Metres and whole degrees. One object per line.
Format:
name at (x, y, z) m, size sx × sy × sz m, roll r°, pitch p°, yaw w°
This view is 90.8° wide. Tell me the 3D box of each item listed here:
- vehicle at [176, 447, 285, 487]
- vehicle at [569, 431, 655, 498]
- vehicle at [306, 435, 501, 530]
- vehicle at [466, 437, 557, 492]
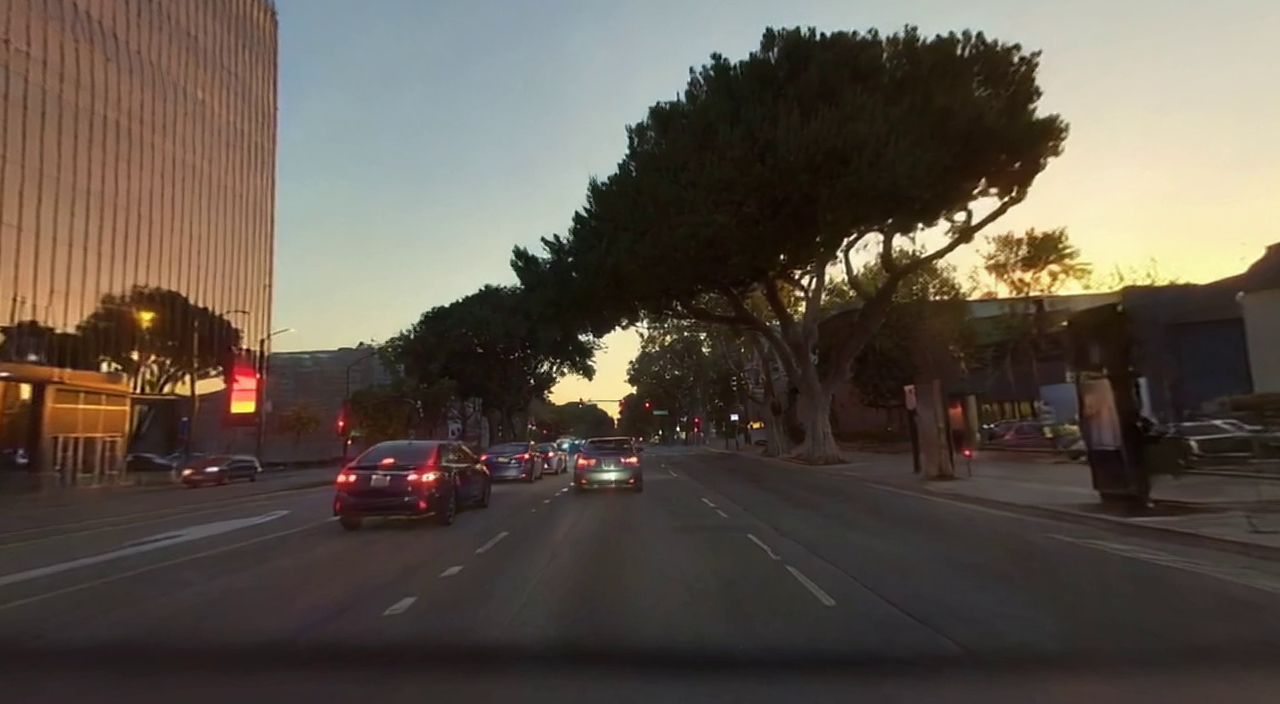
vehicle at (-19.358, 5.425, 30.204) m, size 2.054 × 1.724 × 4.829 m, roll 0°, pitch -9°, yaw -2°
vehicle at (-0.688, 2.974, 17.039) m, size 2.042 × 1.555 × 3.912 m, roll 0°, pitch -9°, yaw 0°
vehicle at (-4.179, 2.369, 12.139) m, size 2.020 × 1.457 × 4.496 m, roll 0°, pitch -9°, yaw 0°
vehicle at (-3.785, 3.385, 19.409) m, size 1.950 × 1.487 × 4.130 m, roll 0°, pitch -9°, yaw 0°
